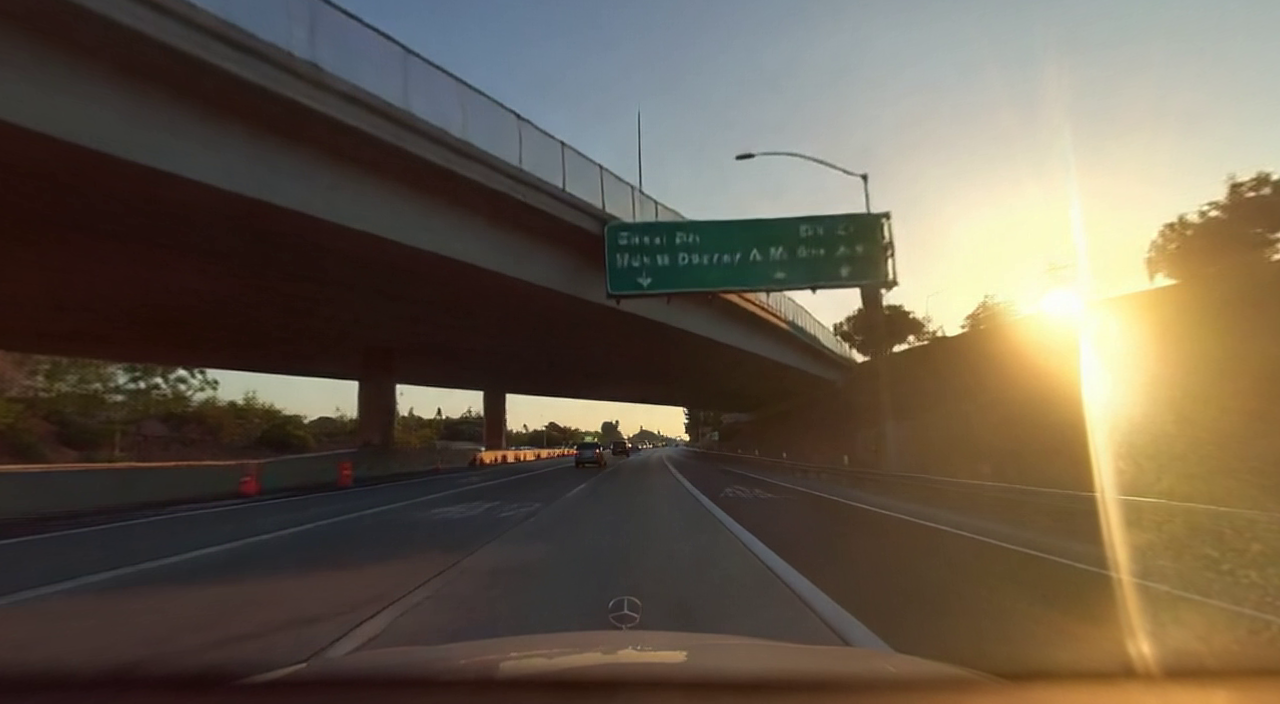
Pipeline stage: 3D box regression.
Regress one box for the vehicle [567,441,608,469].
[{"bbox_3d":[-3.102,6.223,38.090,2.078,1.629,4.059,0,-8,1],"label":"vehicle"}]
